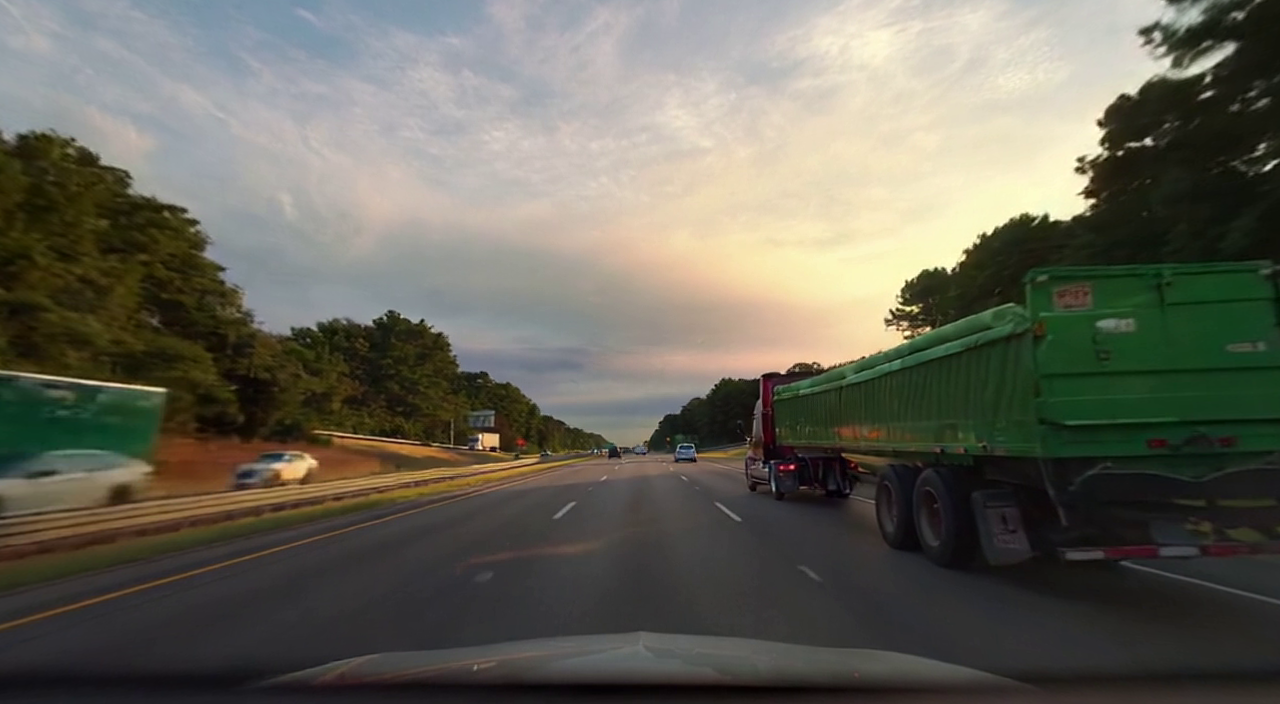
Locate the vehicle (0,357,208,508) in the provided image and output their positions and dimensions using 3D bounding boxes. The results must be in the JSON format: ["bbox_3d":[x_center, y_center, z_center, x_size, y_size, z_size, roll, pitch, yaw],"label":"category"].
[{"bbox_3d":[-15.707,2.179,16.423,3.020,3.309,8.280,0,-9,-1],"label":"vehicle"}]

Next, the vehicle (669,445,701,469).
[{"bbox_3d":[3.065,7.244,43.669,2.019,1.601,3.953,-1,-9,1],"label":"vehicle"}]

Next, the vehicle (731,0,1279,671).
[{"bbox_3d":[4.672,0.916,12.312,3.115,4.407,17.026,0,-9,-1],"label":"vehicle"}]
